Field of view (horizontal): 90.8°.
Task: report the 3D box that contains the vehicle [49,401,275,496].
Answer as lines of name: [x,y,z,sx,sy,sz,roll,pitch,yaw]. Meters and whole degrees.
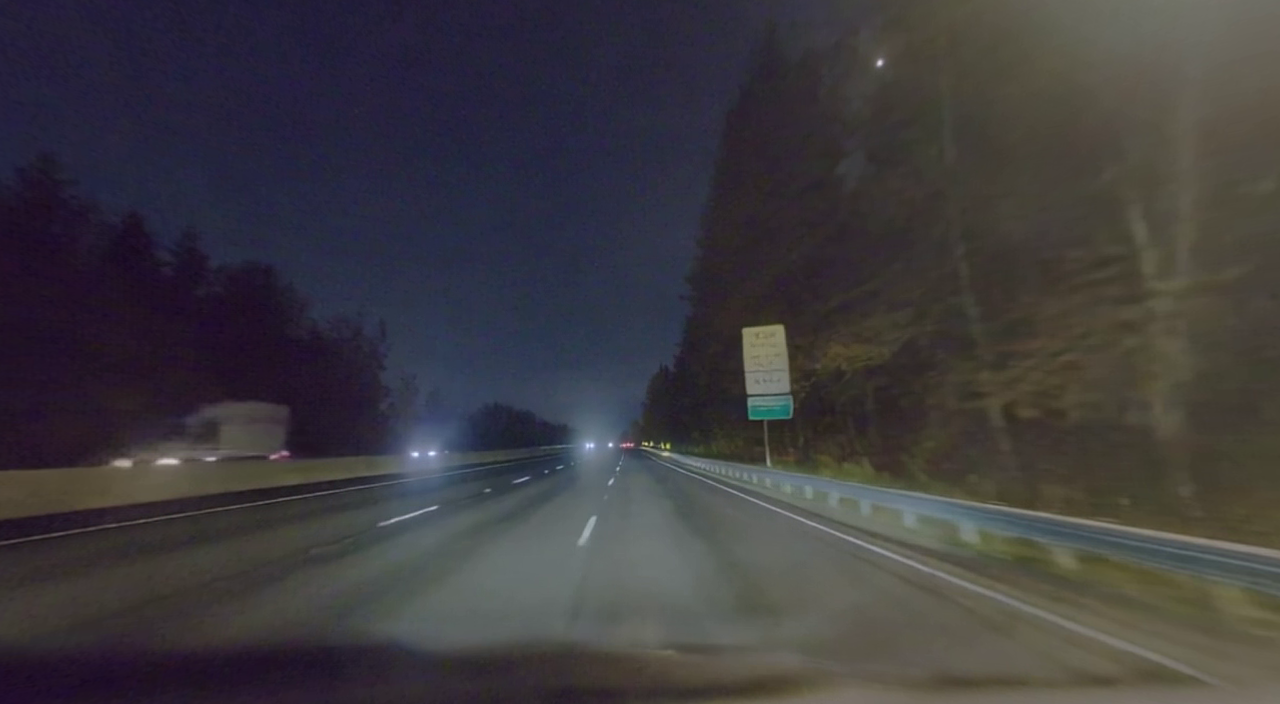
vehicle: [-15.206,3.173,20.861,2.435,2.624,6.451,0,-9,-1]

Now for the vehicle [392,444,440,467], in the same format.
vehicle: [-15.895,7.388,45.031,1.912,1.509,4.292,0,-9,-1]
